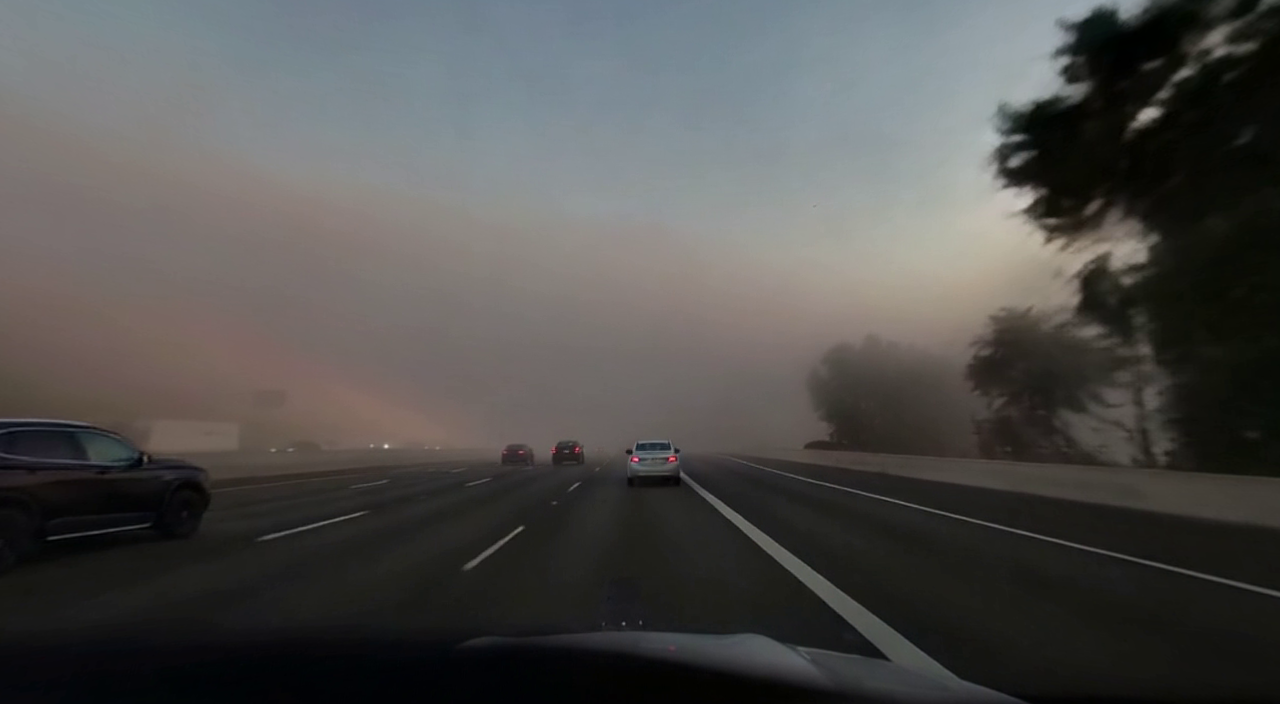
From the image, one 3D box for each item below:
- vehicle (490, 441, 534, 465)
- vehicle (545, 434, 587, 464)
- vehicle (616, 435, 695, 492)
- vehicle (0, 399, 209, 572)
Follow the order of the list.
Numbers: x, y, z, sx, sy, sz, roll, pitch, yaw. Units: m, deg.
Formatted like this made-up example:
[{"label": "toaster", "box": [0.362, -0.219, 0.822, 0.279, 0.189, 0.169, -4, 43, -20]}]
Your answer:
[{"label": "vehicle", "box": [-8.356, 6.624, 41.565, 1.974, 1.464, 4.733, 0, -8, -1]}, {"label": "vehicle", "box": [-4.647, 6.174, 40.257, 2.289, 1.777, 4.534, 0, -8, -2]}, {"label": "vehicle", "box": [0.351, 3.228, 18.638, 2.082, 1.482, 4.126, 0, -8, -2]}, {"label": "vehicle", "box": [-7.762, 1.483, 7.205, 2.206, 1.788, 4.914, 0, -8, 0]}]
